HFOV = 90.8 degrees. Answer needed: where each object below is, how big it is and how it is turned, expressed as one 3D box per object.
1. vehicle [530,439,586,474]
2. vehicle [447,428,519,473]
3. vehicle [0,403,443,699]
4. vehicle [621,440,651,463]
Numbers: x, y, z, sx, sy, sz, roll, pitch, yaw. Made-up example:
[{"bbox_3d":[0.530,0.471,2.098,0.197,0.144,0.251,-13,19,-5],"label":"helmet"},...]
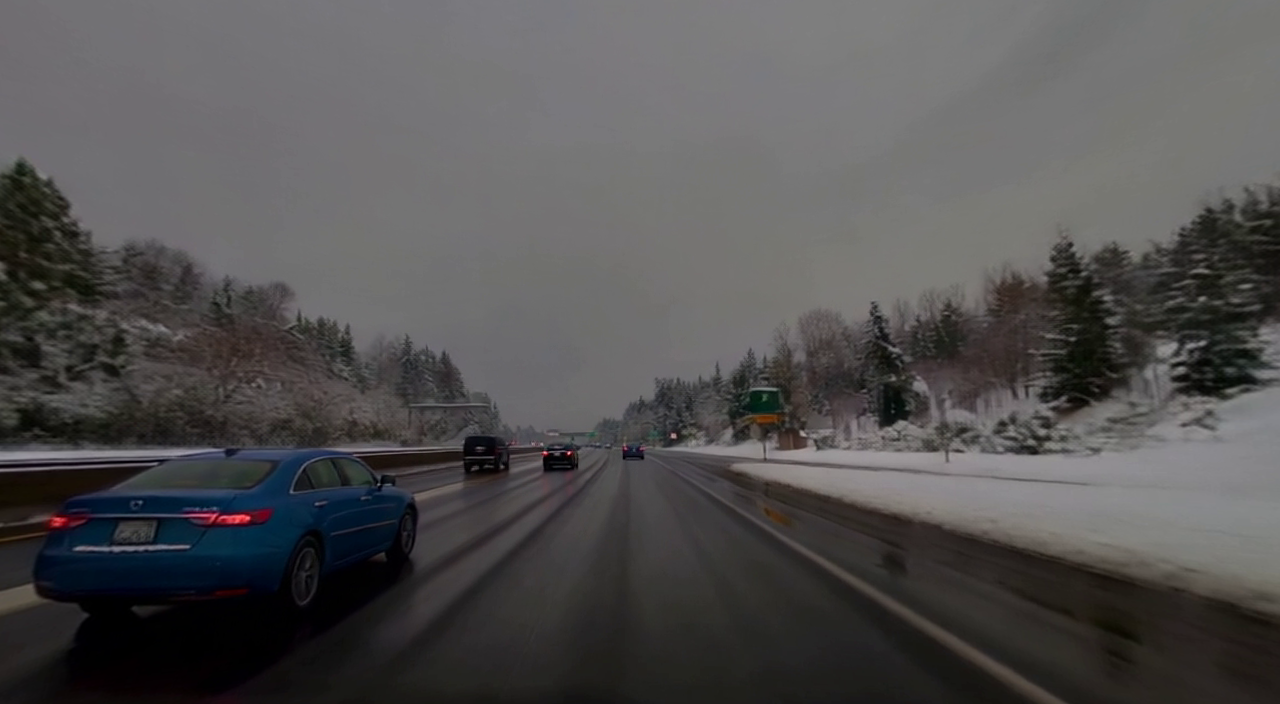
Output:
[{"bbox_3d":[-3.685,4.787,29.226,2.068,1.501,4.395,0,-8,-1],"label":"vehicle"},{"bbox_3d":[-7.450,4.744,30.571,2.171,1.982,5.246,0,-8,-1],"label":"vehicle"},{"bbox_3d":[-3.437,1.342,5.511,2.025,1.506,4.429,0,-8,0],"label":"vehicle"},{"bbox_3d":[-0.312,7.039,44.778,2.018,1.508,4.087,0,-8,-2],"label":"vehicle"}]
